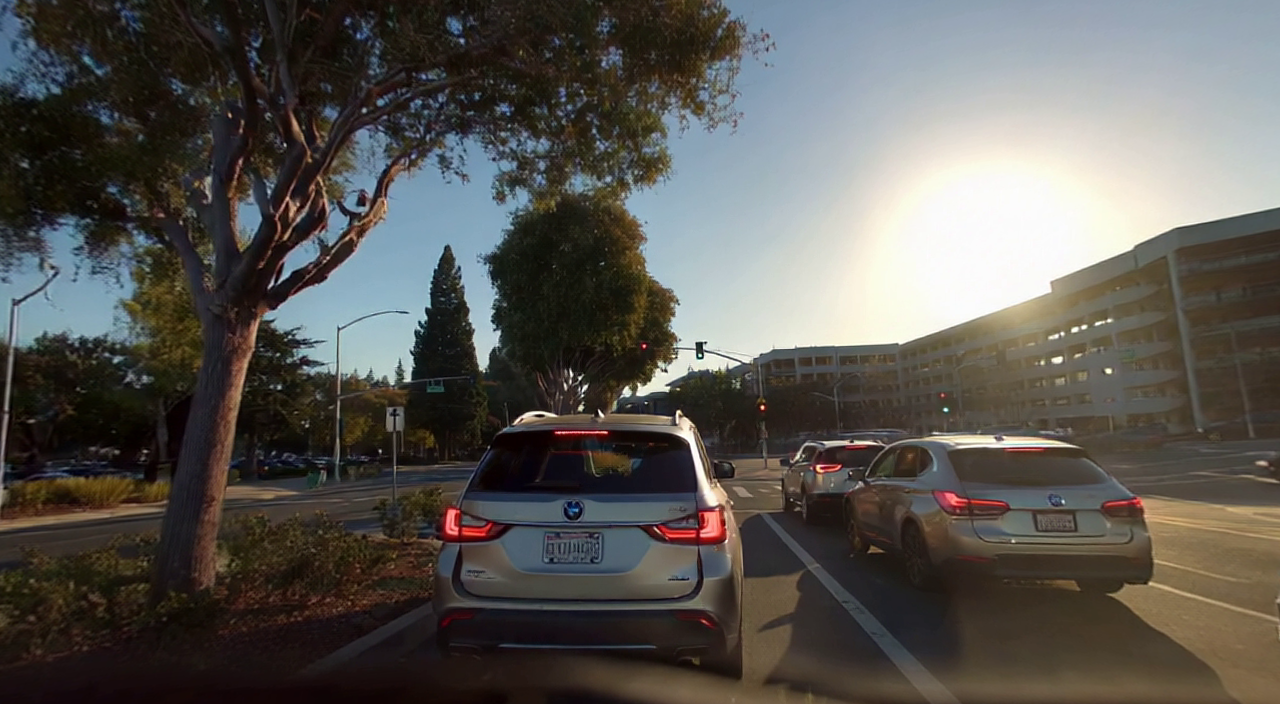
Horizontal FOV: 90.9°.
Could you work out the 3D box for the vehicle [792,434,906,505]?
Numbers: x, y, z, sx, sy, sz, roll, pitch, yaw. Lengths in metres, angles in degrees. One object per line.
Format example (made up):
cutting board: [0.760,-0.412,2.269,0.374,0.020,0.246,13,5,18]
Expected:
vehicle: [5.332,3.031,16.714,1.994,1.638,4.100,-1,-9,6]

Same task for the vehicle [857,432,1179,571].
vehicle: [4.901,1.968,9.182,1.963,1.480,4.553,0,-8,2]

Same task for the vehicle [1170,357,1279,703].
vehicle: [4.063,0.602,1.117,1.993,1.719,4.953,0,-8,1]

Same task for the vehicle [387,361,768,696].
vehicle: [-0.205,1.237,5.560,2.021,1.742,4.295,-1,-8,4]
